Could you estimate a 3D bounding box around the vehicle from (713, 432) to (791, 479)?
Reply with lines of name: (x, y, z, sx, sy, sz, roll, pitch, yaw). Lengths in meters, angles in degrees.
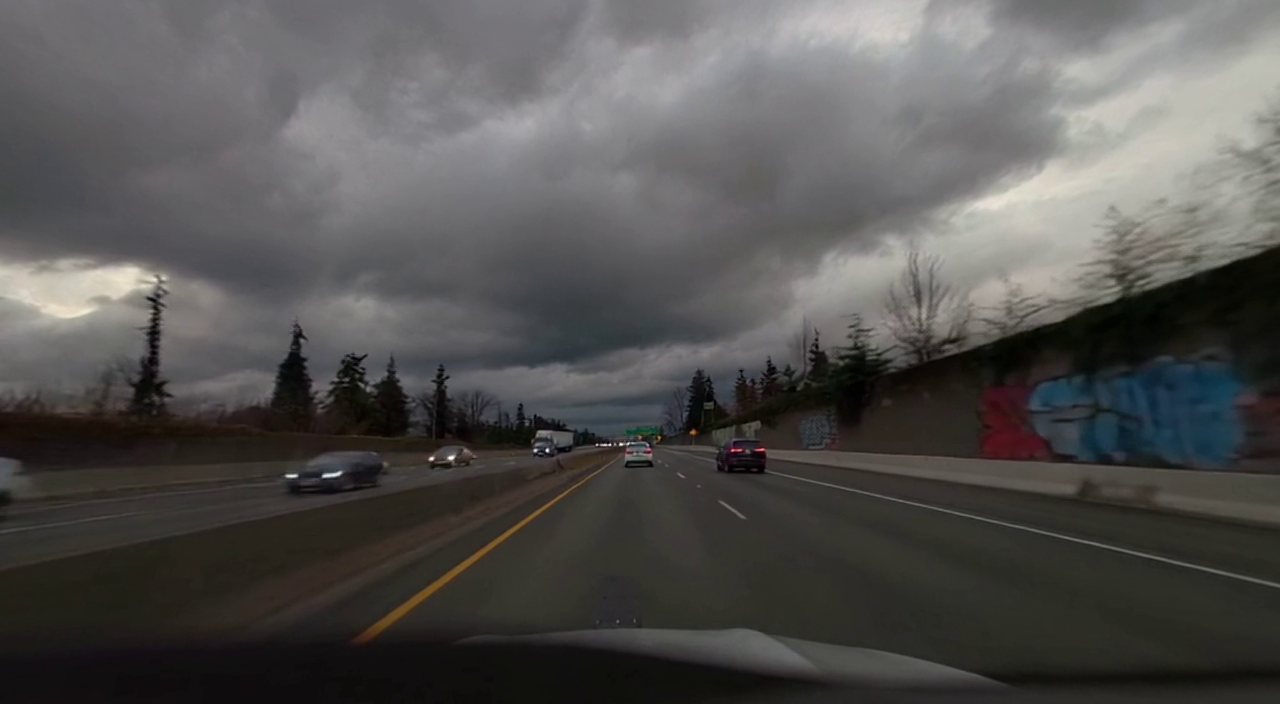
vehicle: (4.202, 3.992, 24.309, 2.303, 1.614, 4.154, -1, -9, 1)

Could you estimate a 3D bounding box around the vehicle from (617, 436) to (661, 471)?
vehicle: (-0.086, 5.171, 32.075, 2.095, 1.671, 4.219, 0, -9, 0)

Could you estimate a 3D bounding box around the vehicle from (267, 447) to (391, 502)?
vehicle: (-9.593, 3.766, 19.733, 1.895, 1.504, 3.928, 0, -9, 0)

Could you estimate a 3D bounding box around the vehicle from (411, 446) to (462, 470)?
vehicle: (-13.770, 7.172, 42.682, 1.920, 1.545, 4.341, -1, -9, 1)
